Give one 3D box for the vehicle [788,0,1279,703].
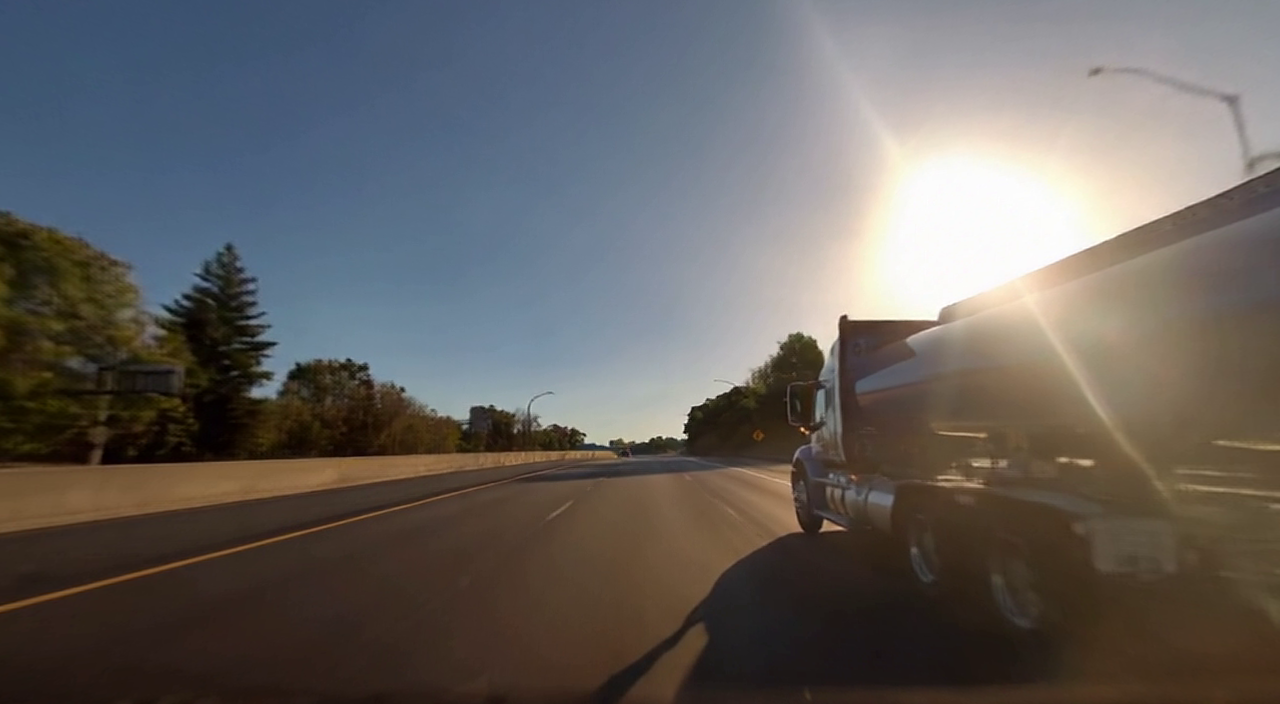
[{"bbox_3d":[3.945,0.363,6.037,3.034,3.651,8.256,0,-8,0],"label":"vehicle"}]
